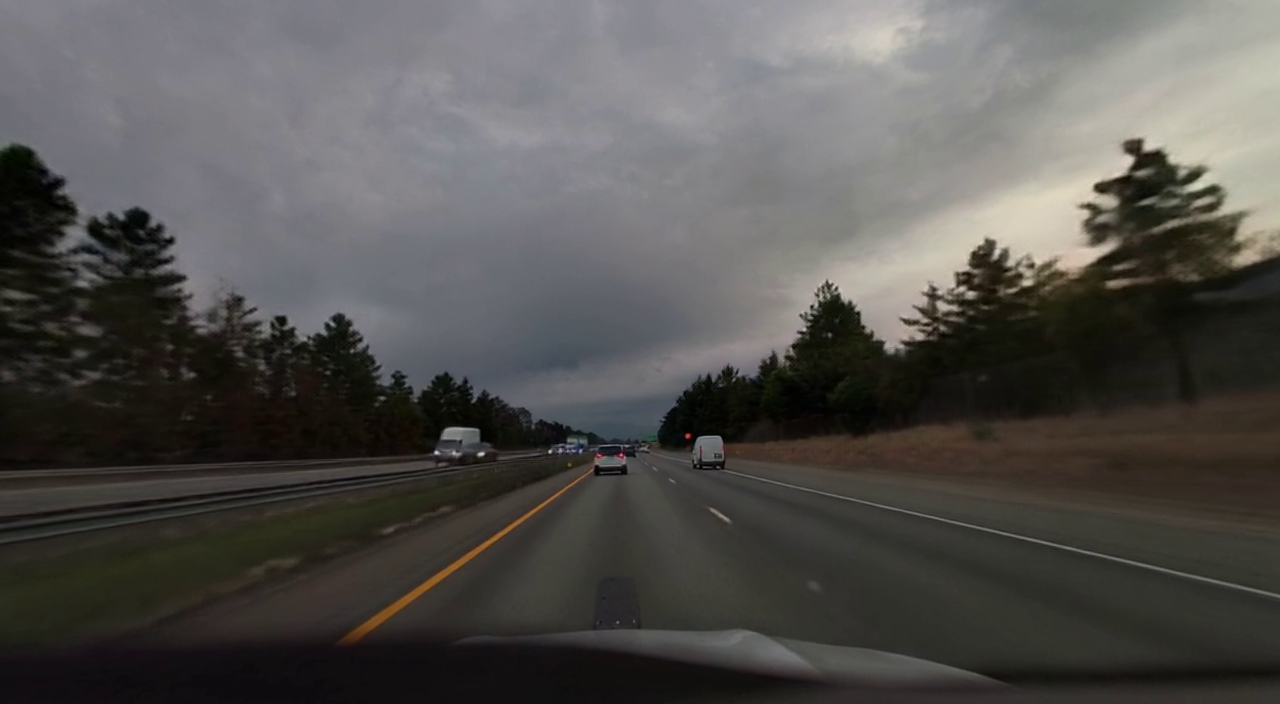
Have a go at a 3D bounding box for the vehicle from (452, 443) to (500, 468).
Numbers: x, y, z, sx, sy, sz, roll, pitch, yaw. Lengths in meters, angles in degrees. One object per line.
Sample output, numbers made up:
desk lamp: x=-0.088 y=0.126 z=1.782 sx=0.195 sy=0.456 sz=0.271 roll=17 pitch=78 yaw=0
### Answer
vehicle: x=-10.609 y=6.737 z=40.934 sx=1.932 sy=1.530 sz=4.684 roll=0 pitch=-9 yaw=-1

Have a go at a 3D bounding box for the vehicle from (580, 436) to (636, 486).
vehicle: x=-1.147 y=4.122 z=24.015 sx=1.963 sy=1.711 sz=4.284 roll=0 pitch=-9 yaw=-1

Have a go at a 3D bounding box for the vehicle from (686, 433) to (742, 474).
vehicle: x=3.723 y=5.210 z=32.244 sx=2.179 sy=1.930 sz=4.538 roll=0 pitch=-9 yaw=-2
